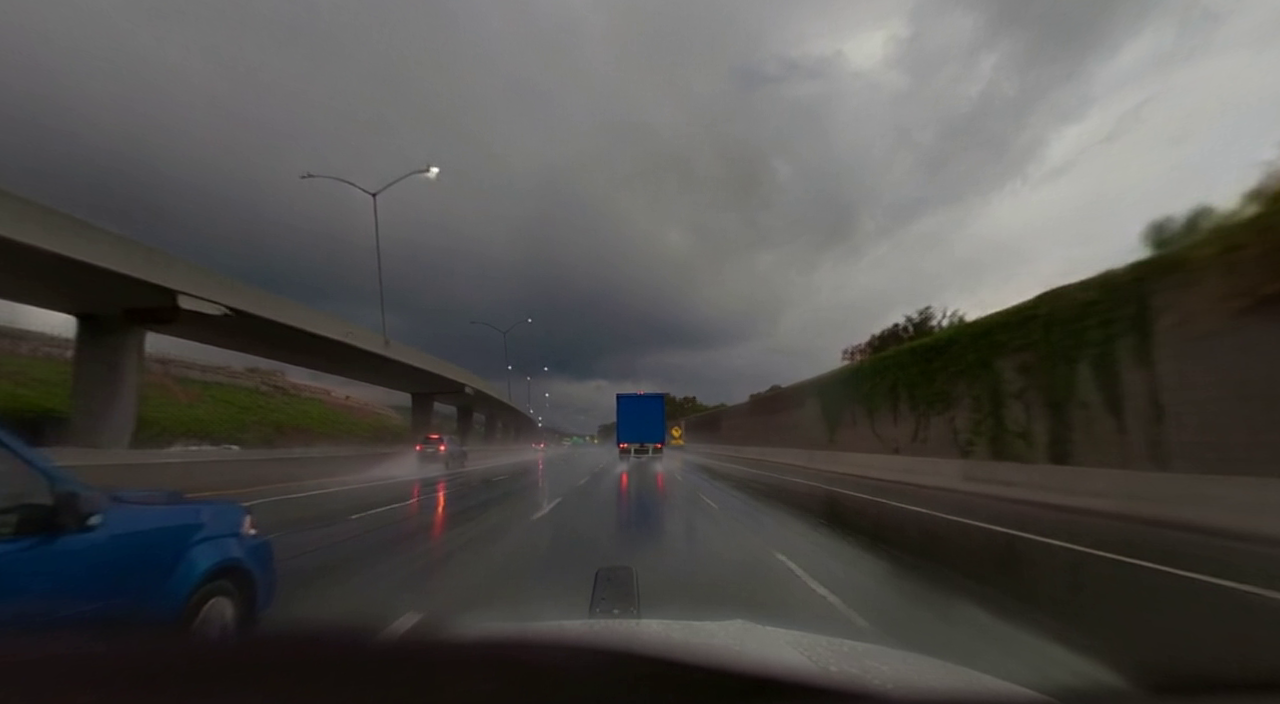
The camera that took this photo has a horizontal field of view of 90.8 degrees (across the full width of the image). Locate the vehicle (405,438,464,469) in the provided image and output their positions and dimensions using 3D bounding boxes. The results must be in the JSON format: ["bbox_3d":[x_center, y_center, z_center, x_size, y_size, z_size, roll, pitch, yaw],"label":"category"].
[{"bbox_3d":[-11.426,5.645,35.388,1.919,1.625,4.183,0,-8,-1],"label":"vehicle"}]

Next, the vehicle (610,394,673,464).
[{"bbox_3d":[-0.204,4.963,39.328,3.233,3.678,11.032,0,-9,-3],"label":"vehicle"}]

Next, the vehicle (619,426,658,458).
[{"bbox_3d":[-0.135,5.159,36.094,2.052,1.666,4.358,0,-8,-2],"label":"vehicle"}]
